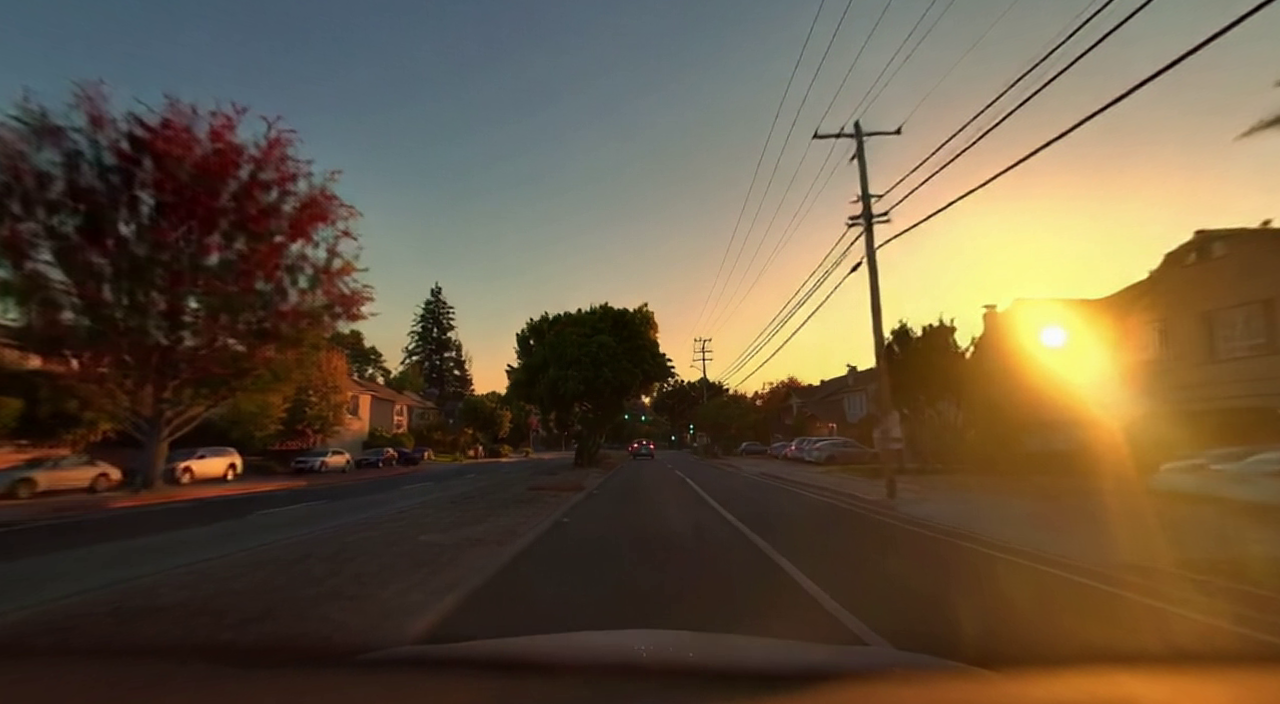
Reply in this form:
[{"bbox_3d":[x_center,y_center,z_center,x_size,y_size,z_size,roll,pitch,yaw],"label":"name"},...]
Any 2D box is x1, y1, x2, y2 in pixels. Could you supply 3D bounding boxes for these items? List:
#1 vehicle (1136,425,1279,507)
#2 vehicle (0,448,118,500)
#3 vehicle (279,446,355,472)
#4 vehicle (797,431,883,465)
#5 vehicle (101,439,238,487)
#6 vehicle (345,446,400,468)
[{"bbox_3d":[14.440,2.591,14.471,4.514,1.745,1.815,0,-9,-1],"label":"vehicle"},{"bbox_3d":[-20.406,4.083,21.540,1.764,1.570,3.910,0,-8,0],"label":"vehicle"},{"bbox_3d":[-20.257,6.702,39.765,2.178,1.484,4.726,0,-8,2],"label":"vehicle"},{"bbox_3d":[11.994,5.793,38.086,4.305,1.997,2.453,0,-8,0],"label":"vehicle"},{"bbox_3d":[-20.465,4.827,27.775,2.047,1.898,5.032,0,-8,1],"label":"vehicle"},{"bbox_3d":[-19.956,7.827,47.256,2.050,1.501,4.588,0,-8,1],"label":"vehicle"}]
